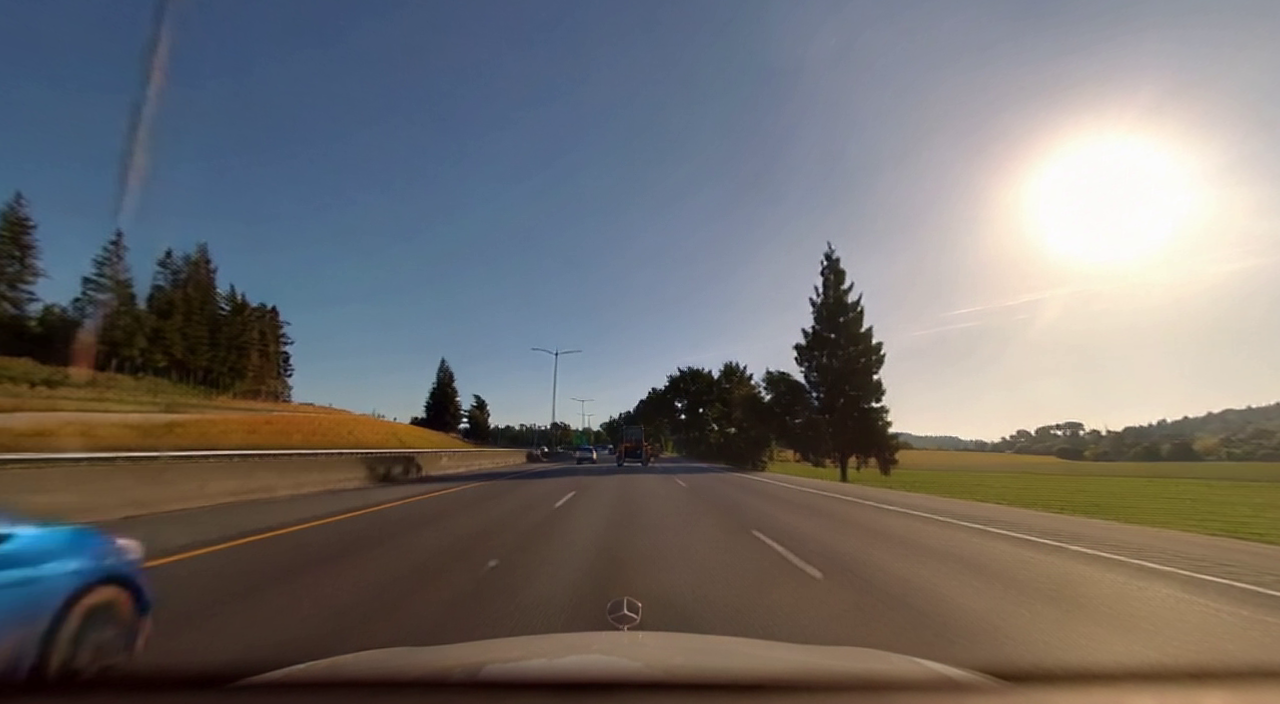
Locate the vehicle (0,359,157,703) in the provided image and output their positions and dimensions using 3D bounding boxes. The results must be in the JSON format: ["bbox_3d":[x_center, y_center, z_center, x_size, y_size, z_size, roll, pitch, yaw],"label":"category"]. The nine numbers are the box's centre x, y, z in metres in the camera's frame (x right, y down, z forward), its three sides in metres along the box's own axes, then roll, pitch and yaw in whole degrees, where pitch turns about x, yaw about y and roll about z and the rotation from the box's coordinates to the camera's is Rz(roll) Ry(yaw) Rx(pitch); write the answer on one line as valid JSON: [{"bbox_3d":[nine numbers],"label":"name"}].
[{"bbox_3d":[-3.435,0.639,0.906,2.088,1.643,4.215,0,-9,0],"label":"vehicle"}]

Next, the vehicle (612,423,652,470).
[{"bbox_3d":[-0.577,6.740,44.890,2.672,3.056,6.900,0,-9,-1],"label":"vehicle"}]
